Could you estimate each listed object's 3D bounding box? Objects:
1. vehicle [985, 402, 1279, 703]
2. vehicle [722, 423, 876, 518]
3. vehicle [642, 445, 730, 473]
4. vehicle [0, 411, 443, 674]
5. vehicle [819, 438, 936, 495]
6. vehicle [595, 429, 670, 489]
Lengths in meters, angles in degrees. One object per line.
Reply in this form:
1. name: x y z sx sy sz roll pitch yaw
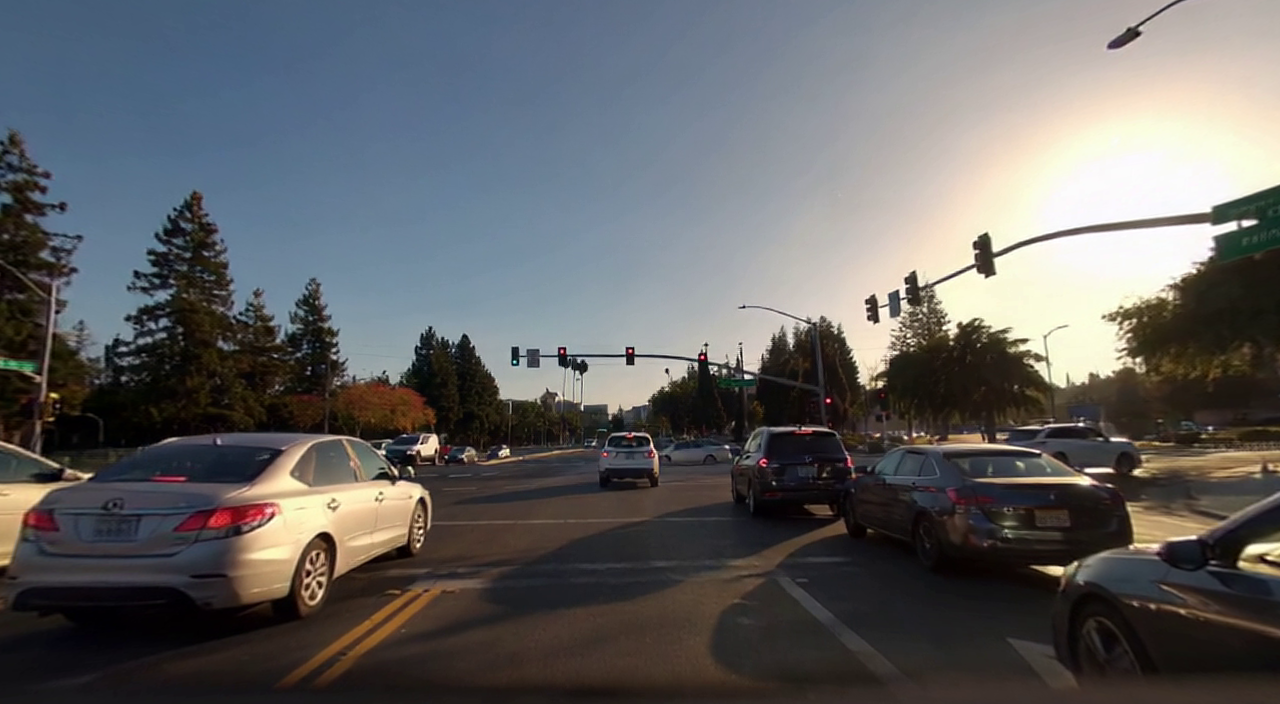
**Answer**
1. vehicle: 3.130 0.839 1.681 1.960 1.460 4.233 0 -8 -1
2. vehicle: 3.184 2.484 13.732 2.097 1.707 4.461 0 -8 -1
3. vehicle: 2.183 5.231 30.925 4.094 1.328 1.700 0 -8 -4
4. vehicle: -3.542 1.414 5.871 1.941 1.492 4.399 0 -8 1
5. vehicle: 6.579 3.203 17.998 1.847 1.432 4.039 0 -8 2
6. vehicle: -0.203 3.472 20.682 2.215 1.749 3.976 0 -8 1
